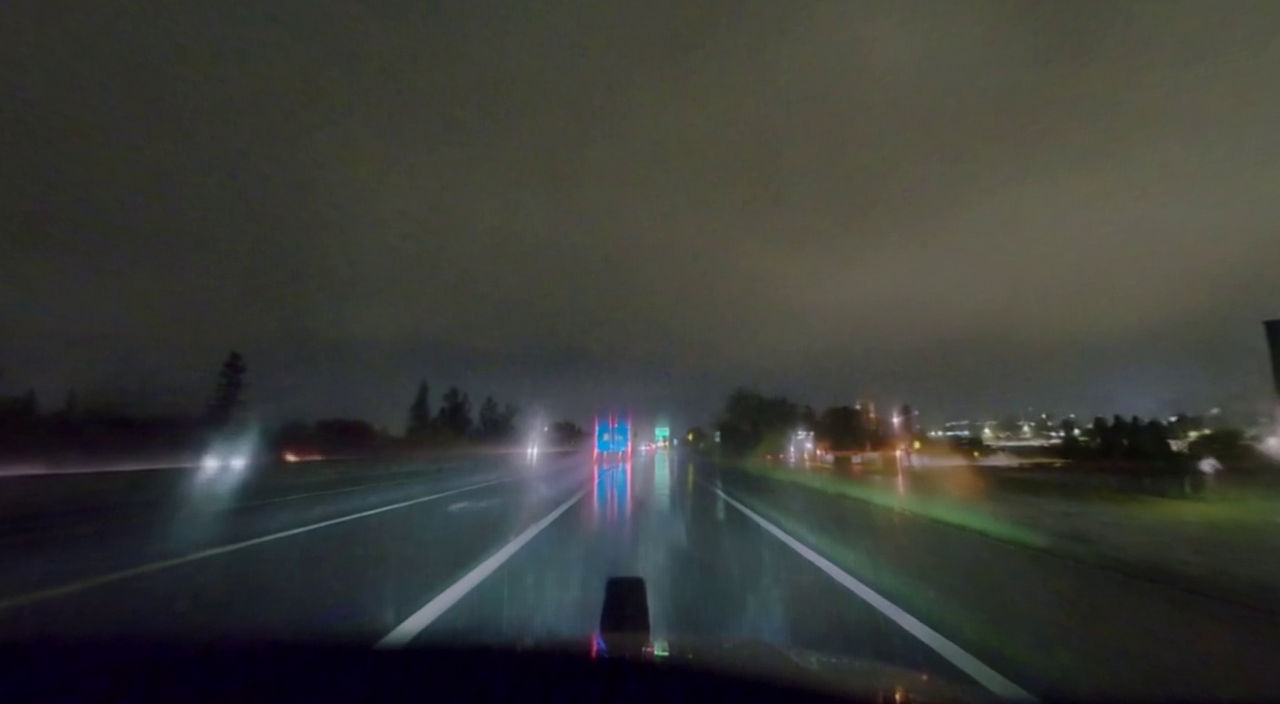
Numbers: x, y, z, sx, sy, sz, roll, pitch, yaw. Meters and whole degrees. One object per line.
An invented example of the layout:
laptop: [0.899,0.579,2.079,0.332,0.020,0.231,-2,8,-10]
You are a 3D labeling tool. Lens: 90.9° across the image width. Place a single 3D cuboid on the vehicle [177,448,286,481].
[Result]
vehicle: [-19.266,5.303,30.037,2.178,1.443,4.388,0,-8,1]
